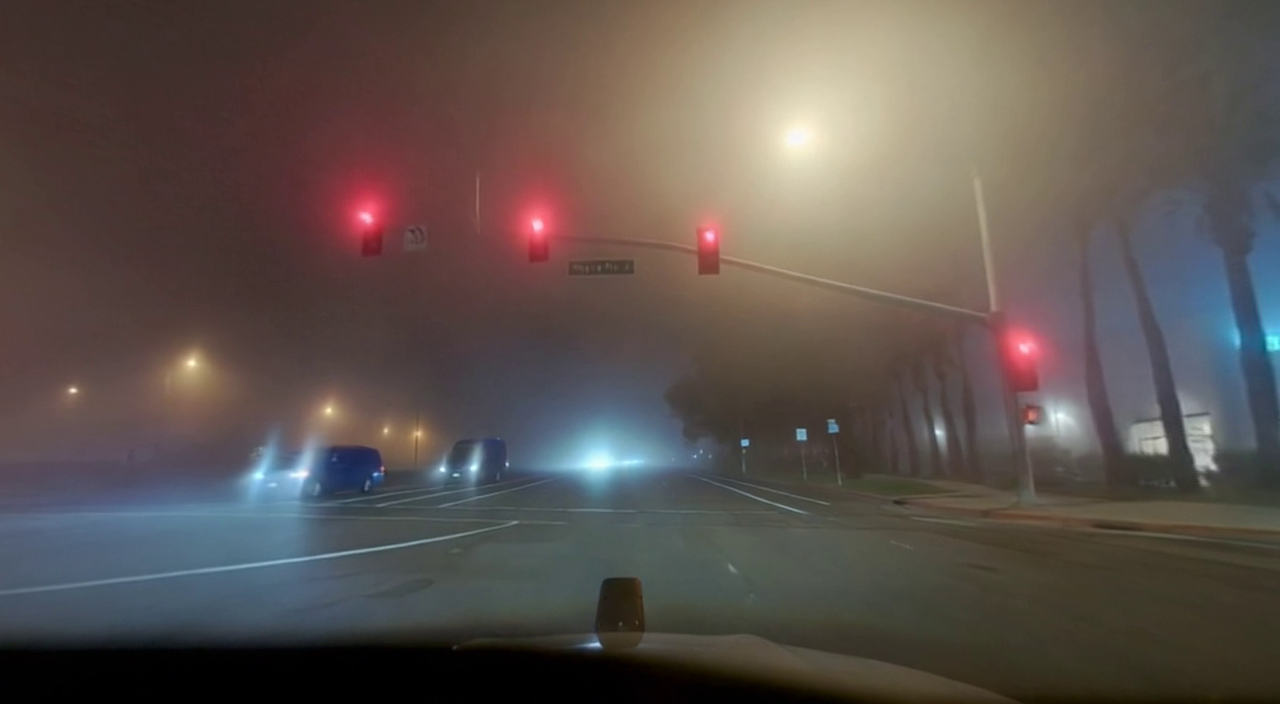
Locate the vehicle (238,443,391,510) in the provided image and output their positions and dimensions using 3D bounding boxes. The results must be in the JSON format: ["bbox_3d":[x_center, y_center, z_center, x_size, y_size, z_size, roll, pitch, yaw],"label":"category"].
[{"bbox_3d":[-9.284,3.547,18.542,2.074,1.681,4.417,0,-9,1],"label":"vehicle"}]

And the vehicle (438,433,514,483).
[{"bbox_3d":[-9.700,6.354,38.146,2.509,2.712,7.034,-1,-9,2],"label":"vehicle"}]
